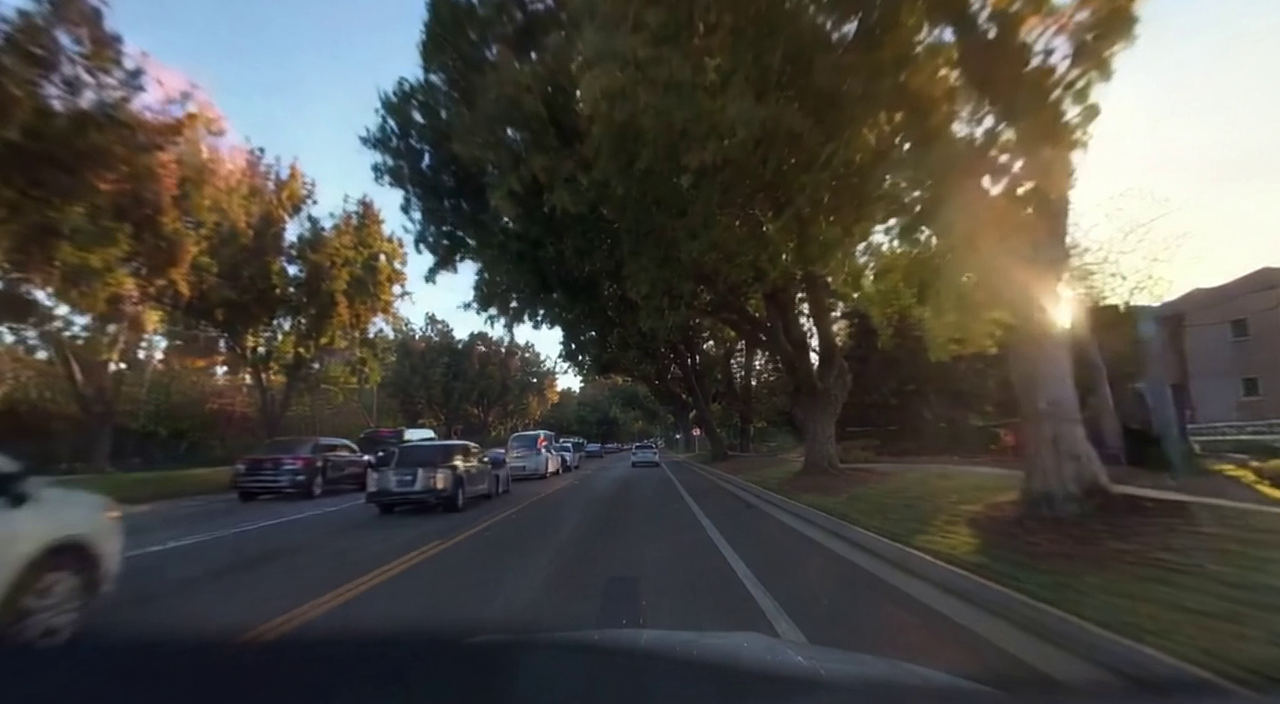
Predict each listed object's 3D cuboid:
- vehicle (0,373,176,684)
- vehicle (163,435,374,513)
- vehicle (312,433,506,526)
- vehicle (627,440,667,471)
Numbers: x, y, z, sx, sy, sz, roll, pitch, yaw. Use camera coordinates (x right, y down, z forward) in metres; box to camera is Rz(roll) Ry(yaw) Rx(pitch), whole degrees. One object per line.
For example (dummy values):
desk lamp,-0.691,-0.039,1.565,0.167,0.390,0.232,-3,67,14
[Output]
vehicle,-4.619,0.842,2.508,2.042,1.713,4.493,-1,-8,1
vehicle,-8.339,2.751,14.872,1.893,1.495,4.974,0,-8,1
vehicle,-4.223,2.388,12.464,2.121,1.485,4.363,0,-8,1
vehicle,0.362,5.164,31.644,1.875,1.453,3.888,0,-8,0
